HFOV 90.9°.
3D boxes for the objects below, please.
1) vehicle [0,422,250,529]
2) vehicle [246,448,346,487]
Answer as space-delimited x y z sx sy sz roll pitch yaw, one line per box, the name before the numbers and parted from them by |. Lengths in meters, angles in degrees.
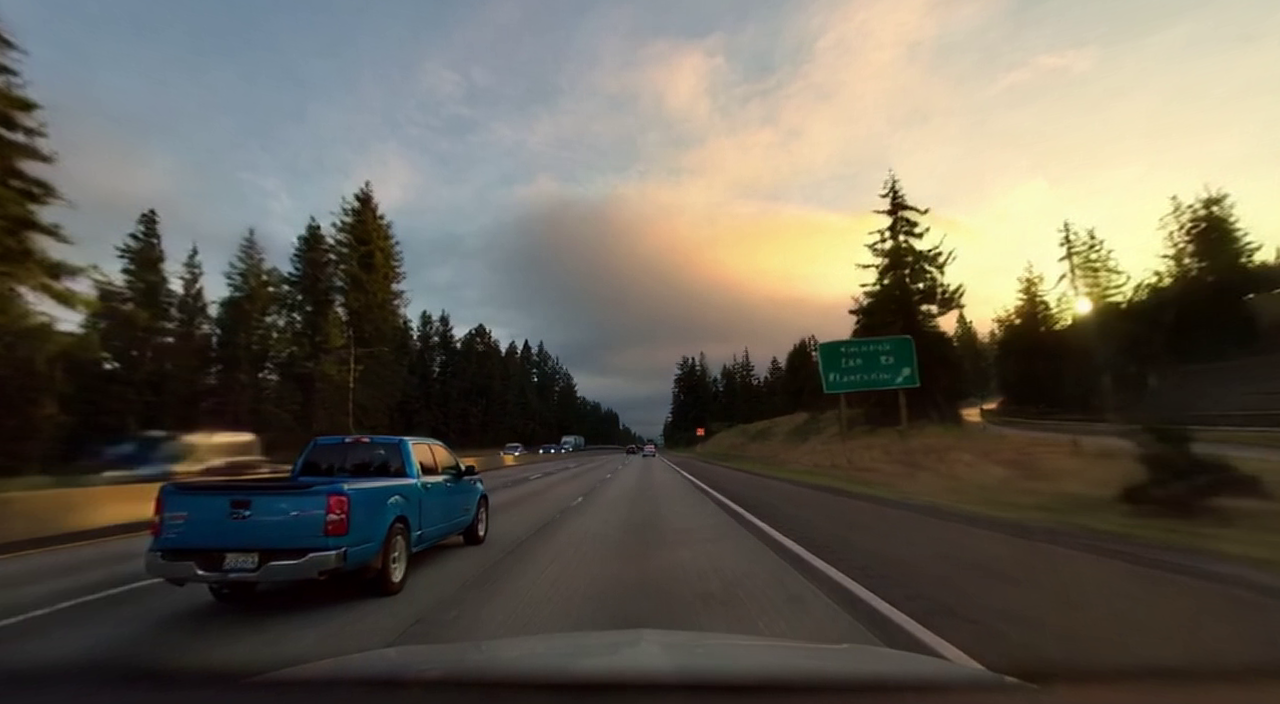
vehicle | -11.801 2.647 14.293 2.263 1.924 5.585 0 -8 1
vehicle | -15.151 5.075 28.063 1.848 1.546 4.464 0 -8 1
